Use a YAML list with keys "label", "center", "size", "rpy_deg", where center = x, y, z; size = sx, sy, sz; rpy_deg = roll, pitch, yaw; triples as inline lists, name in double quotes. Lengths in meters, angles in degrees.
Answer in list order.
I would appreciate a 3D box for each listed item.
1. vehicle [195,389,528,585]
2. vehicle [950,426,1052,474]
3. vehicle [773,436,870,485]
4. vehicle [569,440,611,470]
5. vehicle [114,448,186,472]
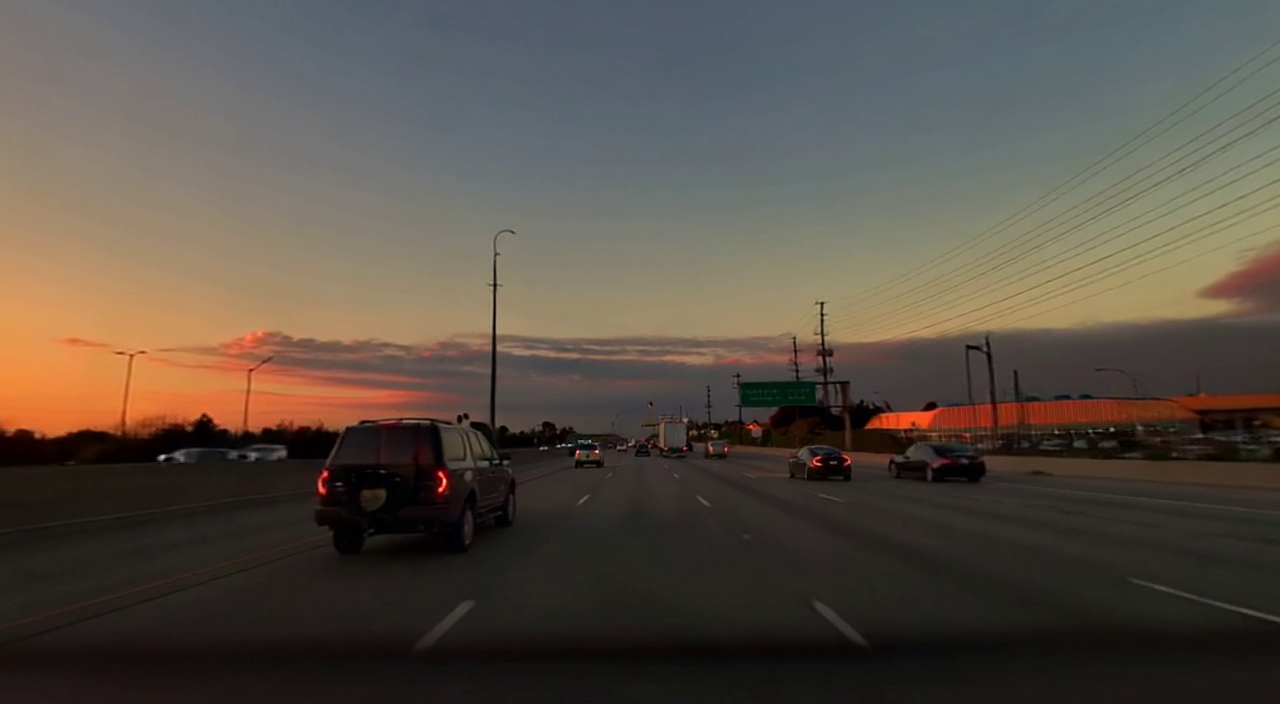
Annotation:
- label: "vehicle"
  center: [-2.988, 1.590, 8.179]
  size: [2.130, 1.799, 4.583]
  rpy_deg: [0, -9, 1]
- label: "vehicle"
  center: [25.931, 7.148, 45.601]
  size: [2.893, 3.189, 6.320]
  rpy_deg: [2, -9, -8]
- label: "vehicle"
  center: [6.106, 3.722, 21.823]
  size: [1.980, 1.501, 4.433]
  rpy_deg: [0, -9, -1]
- label: "vehicle"
  center: [-2.698, 5.689, 34.900]
  size: [1.929, 1.521, 4.097]
  rpy_deg: [0, -9, 1]
- label: "vehicle"
  center: [-32.631, 7.173, 42.094]
  size: [1.655, 1.481, 3.729]
  rpy_deg: [0, -9, 3]
